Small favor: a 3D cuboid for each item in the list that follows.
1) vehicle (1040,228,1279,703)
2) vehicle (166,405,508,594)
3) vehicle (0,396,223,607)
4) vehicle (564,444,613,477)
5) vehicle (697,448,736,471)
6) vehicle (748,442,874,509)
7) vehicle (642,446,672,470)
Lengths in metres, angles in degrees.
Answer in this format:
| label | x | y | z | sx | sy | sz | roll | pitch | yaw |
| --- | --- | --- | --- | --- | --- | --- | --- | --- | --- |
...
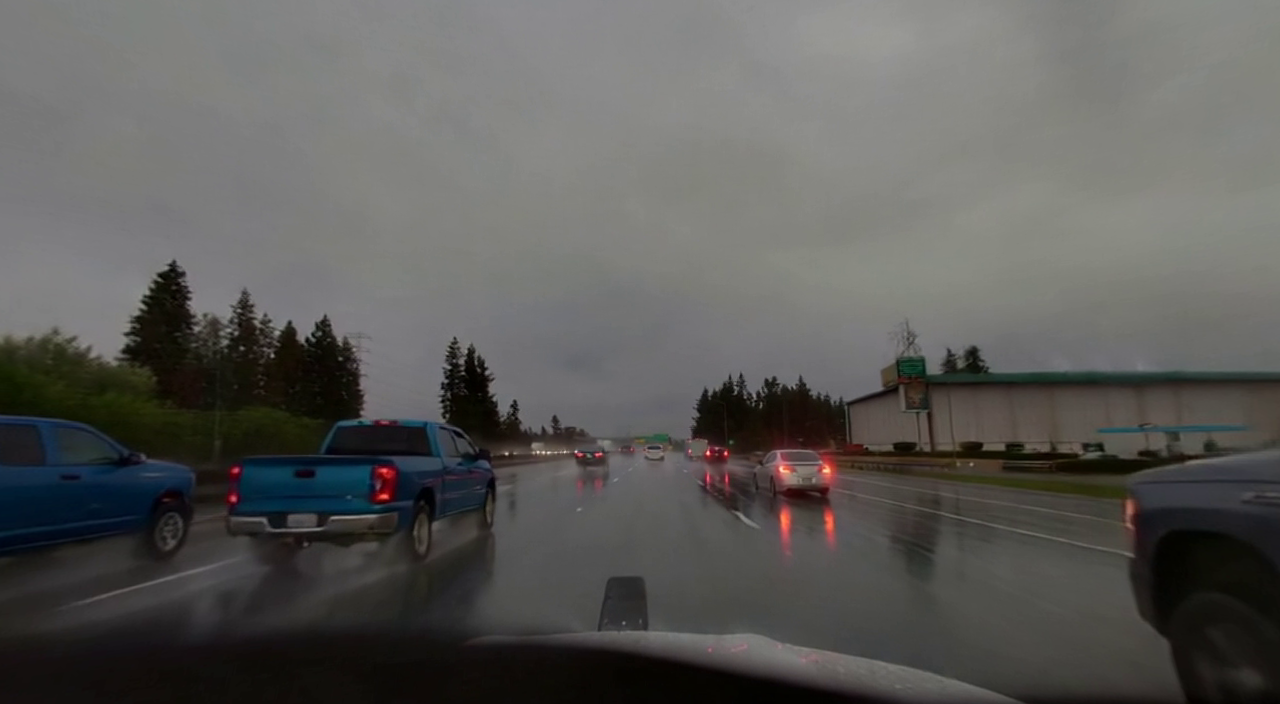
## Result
| label | x | y | z | sx | sy | sz | roll | pitch | yaw |
| --- | --- | --- | --- | --- | --- | --- | --- | --- | --- |
| vehicle | 3.752 | 0.296 | 0.170 | 3.024 | 2.092 | 6.797 | 0 | -8 | 2 |
| vehicle | -3.379 | 1.742 | 8.362 | 2.146 | 1.775 | 4.553 | 0 | -8 | 2 |
| vehicle | -6.765 | 1.329 | 5.656 | 2.428 | 1.812 | 5.131 | 0 | -8 | 2 |
| vehicle | -2.782 | 5.988 | 35.237 | 2.209 | 1.714 | 4.576 | 0 | -8 | 2 |
| vehicle | 5.135 | 7.283 | 42.876 | 2.072 | 1.456 | 4.537 | 0 | -8 | 1 |
| vehicle | 4.299 | 3.168 | 16.733 | 2.111 | 1.498 | 4.466 | 0 | -8 | 0 |
| vehicle | 1.218 | 7.743 | 46.407 | 2.080 | 1.682 | 4.150 | 0 | -8 | 1 |
